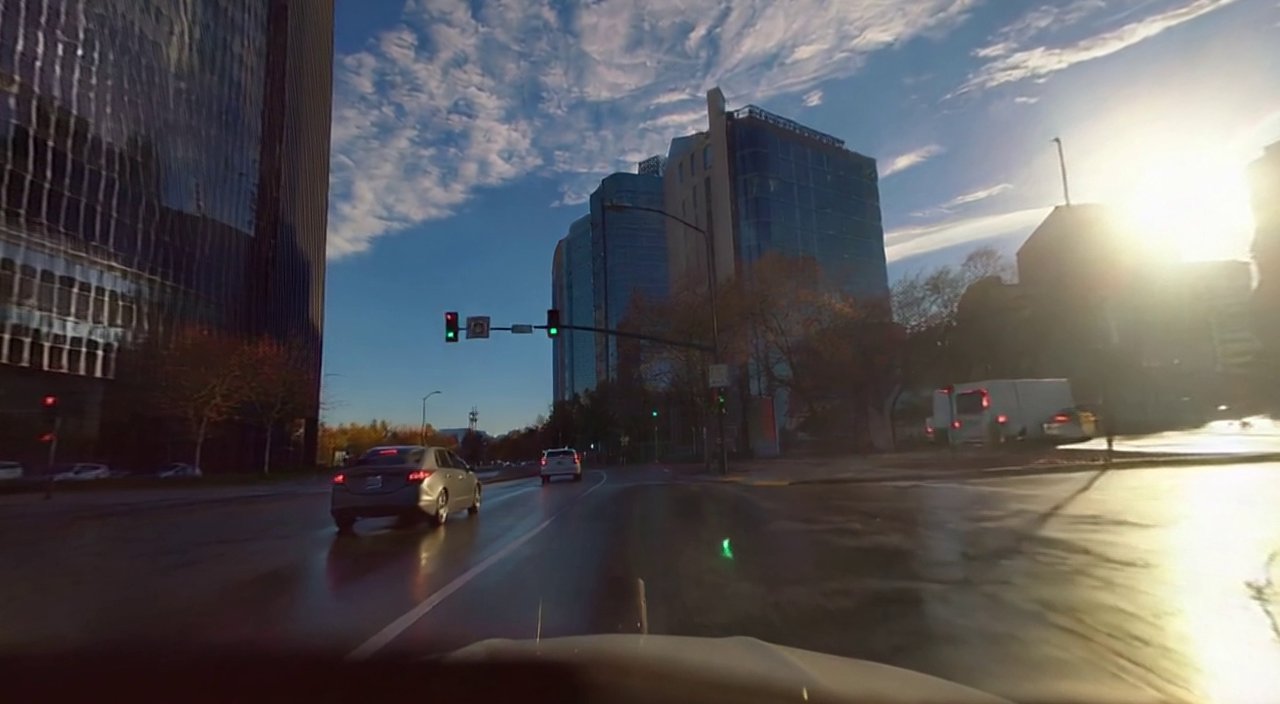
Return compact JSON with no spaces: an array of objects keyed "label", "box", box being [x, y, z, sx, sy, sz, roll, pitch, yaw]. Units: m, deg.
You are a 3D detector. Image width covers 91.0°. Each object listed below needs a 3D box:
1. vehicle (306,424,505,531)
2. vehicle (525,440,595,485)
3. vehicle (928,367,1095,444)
[{"label":"vehicle","box":[-4.358,2.422,12.723,2.169,1.741,4.588,-1,-9,1]},{"label":"vehicle","box":[-3.526,5.015,28.848,2.384,1.849,5.009,-1,-9,2]},{"label":"vehicle","box":[15.695,2.450,27.065,4.005,2.827,4.538,2,-10,-10]}]
